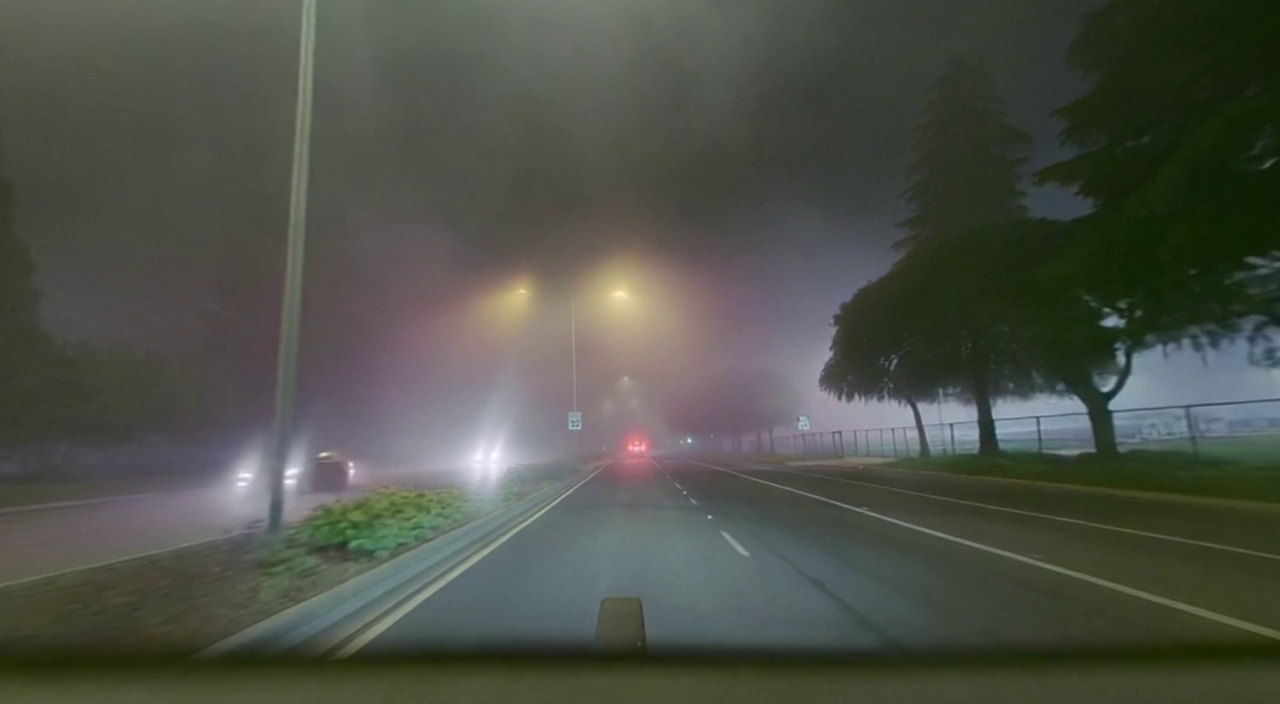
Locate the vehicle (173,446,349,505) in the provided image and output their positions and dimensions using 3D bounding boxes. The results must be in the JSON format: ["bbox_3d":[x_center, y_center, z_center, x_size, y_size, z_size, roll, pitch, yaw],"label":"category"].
[{"bbox_3d":[-10.815,3.514,18.564,2.173,1.460,4.661,0,-8,2],"label":"vehicle"}]
